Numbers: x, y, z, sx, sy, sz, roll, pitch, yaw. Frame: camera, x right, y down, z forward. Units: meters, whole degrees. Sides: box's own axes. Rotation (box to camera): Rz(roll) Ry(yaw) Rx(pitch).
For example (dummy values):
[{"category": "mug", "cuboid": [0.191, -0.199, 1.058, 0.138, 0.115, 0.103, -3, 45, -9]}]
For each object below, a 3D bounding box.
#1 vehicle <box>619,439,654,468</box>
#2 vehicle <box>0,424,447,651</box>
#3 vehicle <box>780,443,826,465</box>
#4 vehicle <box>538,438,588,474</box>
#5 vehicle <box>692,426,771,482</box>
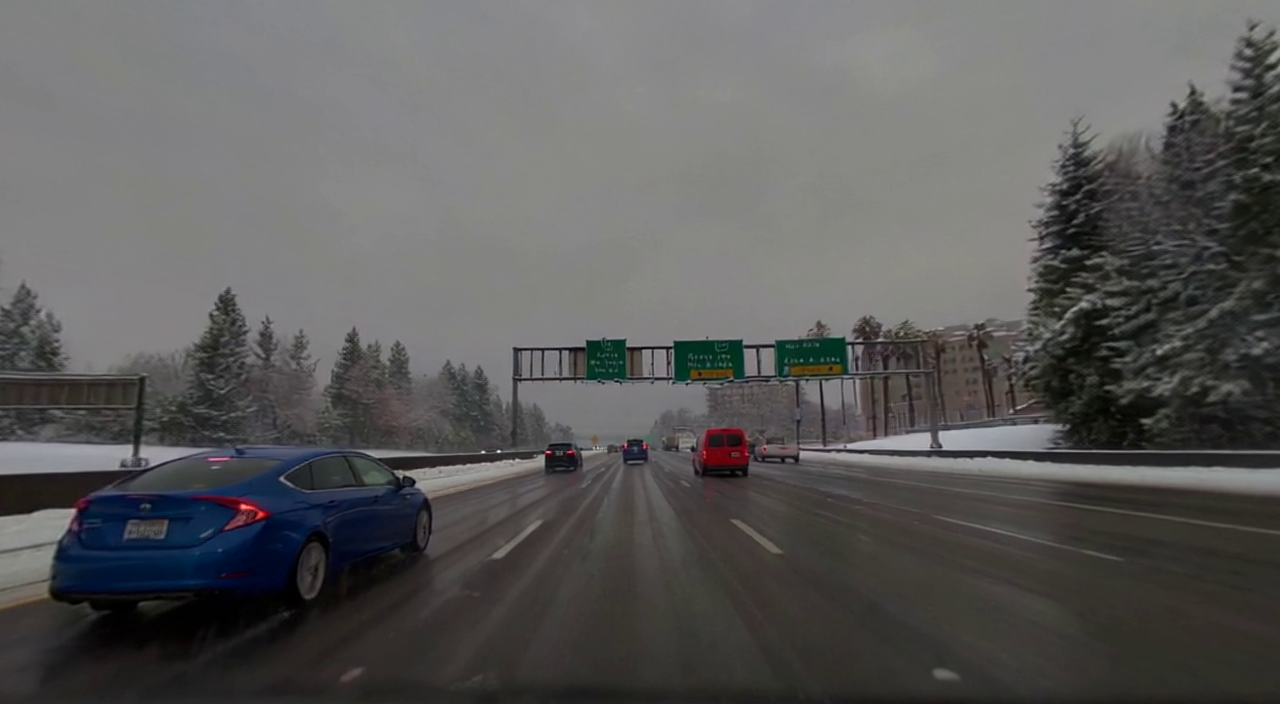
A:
[{"category": "vehicle", "cuboid": [-0.247, 6.785, 42.382, 2.212, 1.786, 4.198, 0, -9, -1]}, {"category": "vehicle", "cuboid": [-3.637, 1.542, 6.372, 1.991, 1.469, 4.381, 0, -9, 0]}, {"category": "vehicle", "cuboid": [12.040, 7.598, 47.034, 2.010, 1.535, 4.980, 0, -9, -1]}, {"category": "vehicle", "cuboid": [-4.060, 5.606, 34.234, 2.109, 1.793, 4.613, 0, -9, 0]}, {"category": "vehicle", "cuboid": [3.640, 4.214, 26.386, 2.250, 2.074, 5.723, 0, -9, -2]}]
